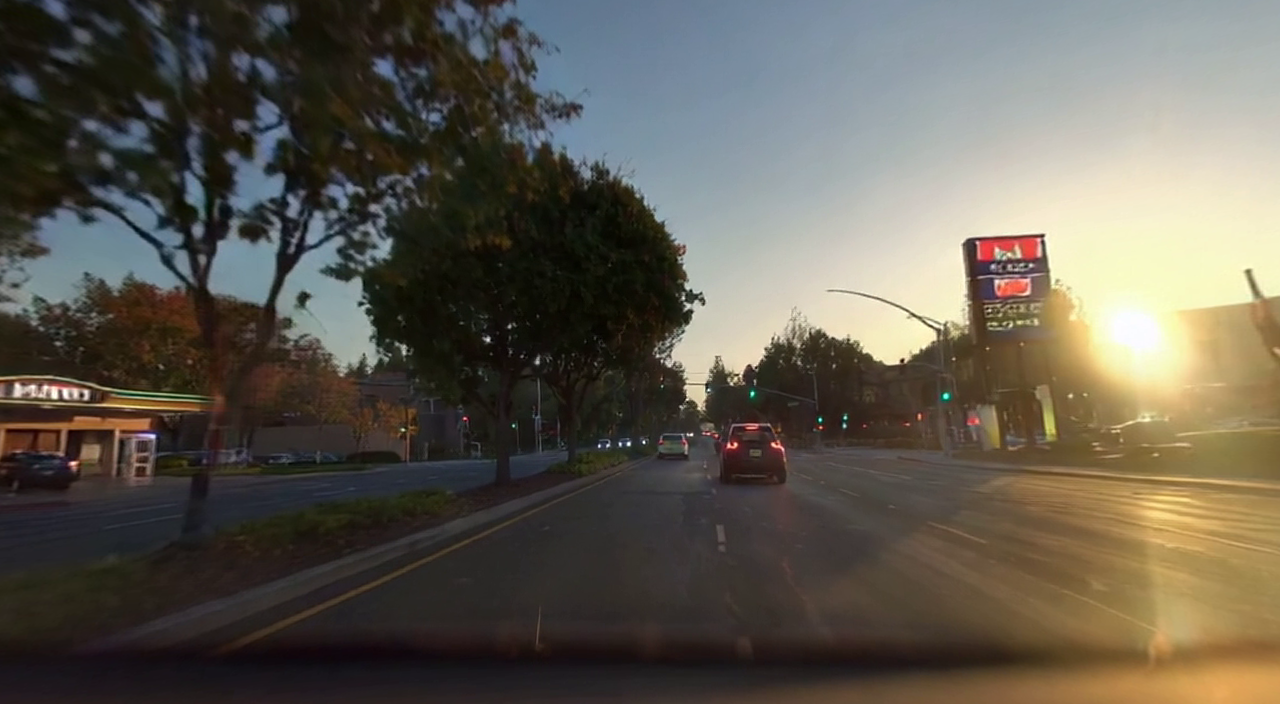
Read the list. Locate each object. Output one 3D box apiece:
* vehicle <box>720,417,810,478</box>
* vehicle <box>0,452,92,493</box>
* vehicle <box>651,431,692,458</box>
[{"bbox_3d":[3.805,2.992,19.940,2.213,1.715,4.242,-1,-8,4],"label":"vehicle"},{"bbox_3d":[-24.623,4.875,25.844,4.538,1.469,1.912,-5,-9,33],"label":"vehicle"},{"bbox_3d":[1.911,5.460,37.200,2.100,1.469,3.872,-1,-8,7],"label":"vehicle"}]
